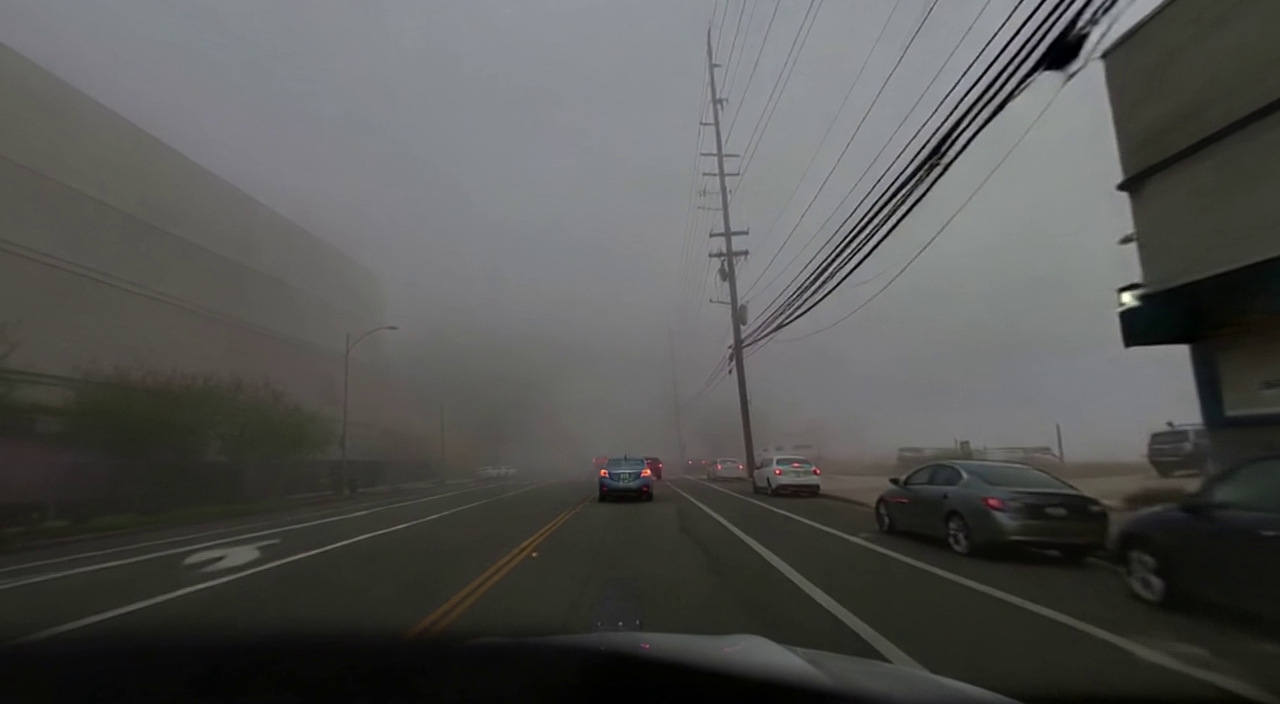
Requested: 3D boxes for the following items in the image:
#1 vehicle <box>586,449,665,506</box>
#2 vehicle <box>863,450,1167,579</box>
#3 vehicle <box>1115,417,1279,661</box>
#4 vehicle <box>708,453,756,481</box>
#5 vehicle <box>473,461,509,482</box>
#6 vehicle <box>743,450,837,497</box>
[{"bbox_3d":[-0.385,3.688,19.026,2.116,1.479,3.980,0,-9,0],"label":"vehicle"},{"bbox_3d":[5.008,2.168,9.323,1.761,1.413,4.272,0,-9,-2],"label":"vehicle"},{"bbox_3d":[5.114,1.151,3.636,1.779,1.592,3.740,0,-9,0],"label":"vehicle"},{"bbox_3d":[5.188,6.566,36.335,1.987,1.459,4.677,0,-9,-1],"label":"vehicle"},{"bbox_3d":[-11.663,9.344,49.691,1.828,1.457,4.371,0,-9,-1],"label":"vehicle"},{"bbox_3d":[5.247,4.316,22.869,2.108,1.471,4.948,0,-9,-1],"label":"vehicle"}]
